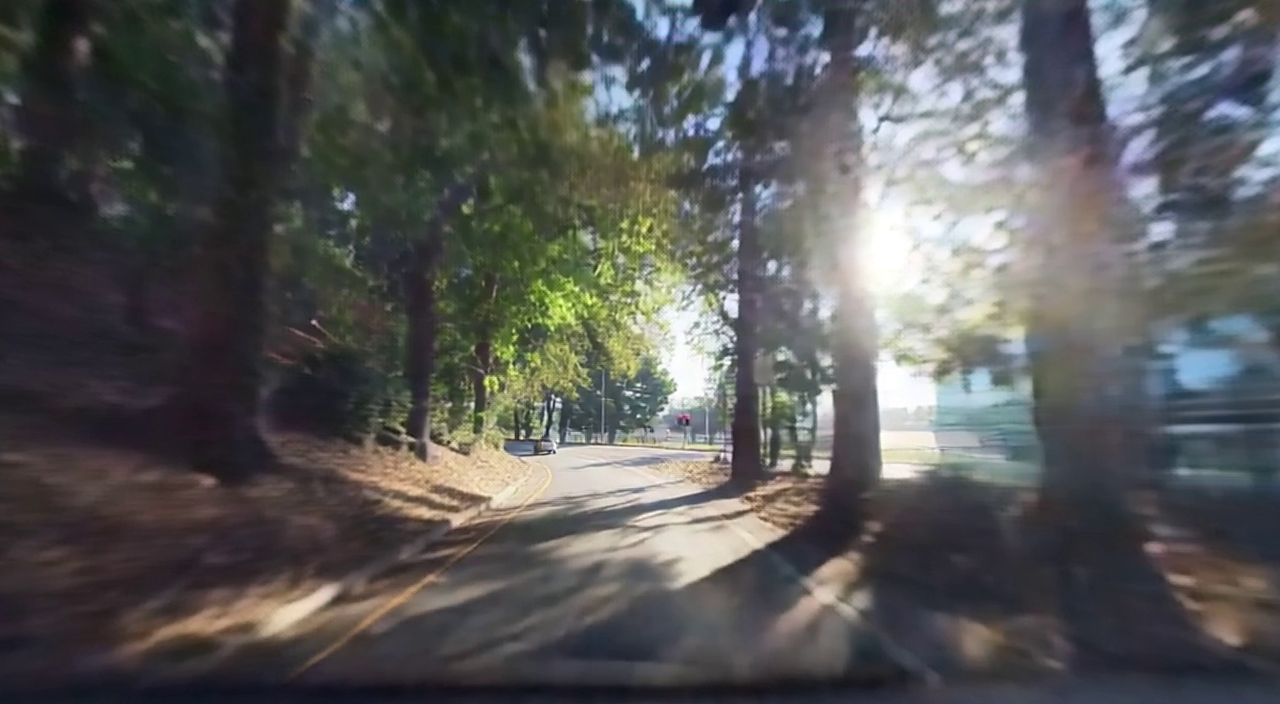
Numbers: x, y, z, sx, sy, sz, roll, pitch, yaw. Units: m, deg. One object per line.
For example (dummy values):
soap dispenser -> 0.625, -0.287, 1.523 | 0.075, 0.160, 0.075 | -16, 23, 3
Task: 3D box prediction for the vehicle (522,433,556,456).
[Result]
vehicle -> -7.942, 7.247, 49.070 | 1.947, 1.729, 4.051 | 3, -9, -18
